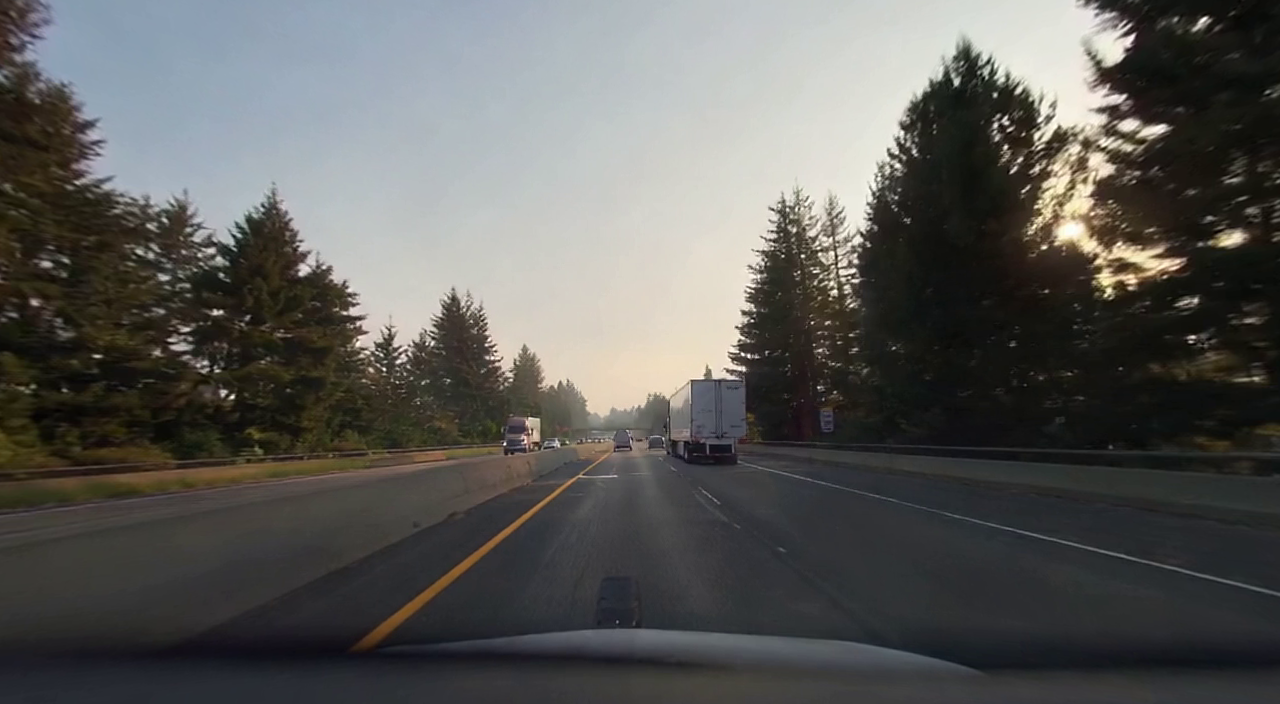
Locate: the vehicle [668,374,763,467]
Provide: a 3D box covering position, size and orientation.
[{"bbox_3d":[3.567,3.877,34.057,3.038,3.975,13.887,0,-8,-2],"label":"vehicle"}]
